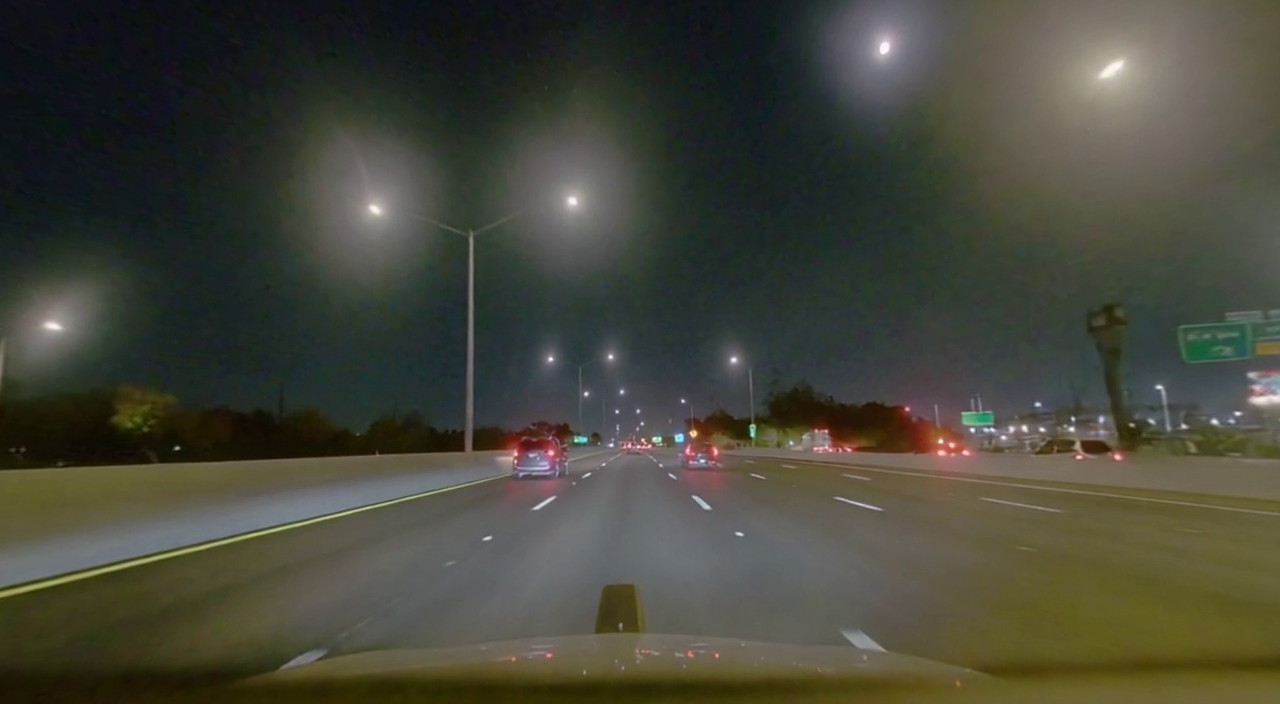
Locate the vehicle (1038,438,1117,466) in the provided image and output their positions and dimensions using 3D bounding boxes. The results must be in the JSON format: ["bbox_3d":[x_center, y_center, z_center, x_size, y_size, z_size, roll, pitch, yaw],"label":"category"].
[{"bbox_3d":[29.429,6.738,42.707,2.070,1.782,5.006,-1,-8,5],"label":"vehicle"}]

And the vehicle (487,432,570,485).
[{"bbox_3d":[-3.829,3.737,22.520,2.099,1.682,4.590,0,-8,0],"label":"vehicle"}]

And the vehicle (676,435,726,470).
[{"bbox_3d":[2.988,5.060,31.994,1.997,1.638,4.281,0,-8,-2],"label":"vehicle"}]
